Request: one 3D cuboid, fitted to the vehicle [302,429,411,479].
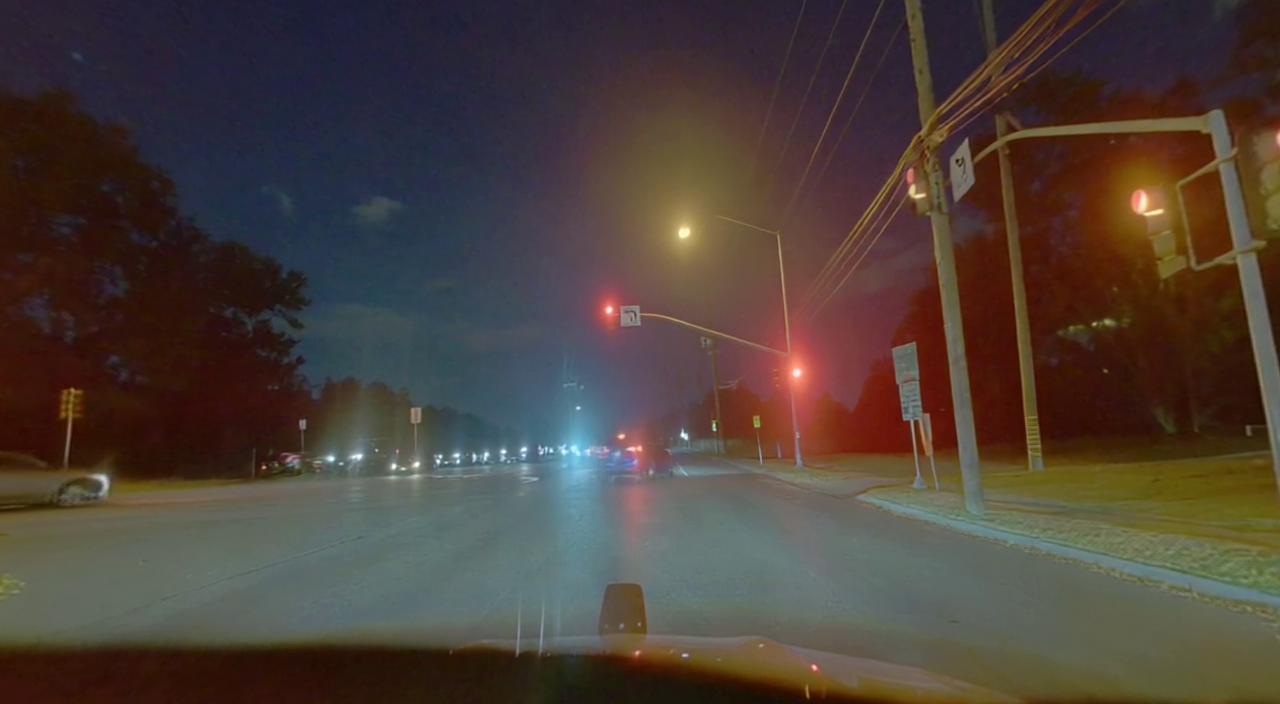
[{"bbox_3d":[-13.119,4.767,29.626,2.350,2.104,5.828,0,-8,1],"label":"vehicle"}]

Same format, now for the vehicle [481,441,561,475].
[{"bbox_3d":[-5.604,5.062,30.238,1.904,1.482,4.603,-3,-9,15],"label":"vehicle"}]

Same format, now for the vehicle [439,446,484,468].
[{"bbox_3d":[-12.680,7.485,44.908,1.841,1.477,4.485,0,-8,1],"label":"vehicle"}]

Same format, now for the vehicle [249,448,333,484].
[{"bbox_3d":[-17.099,5.588,31.020,1.942,1.477,3.957,-4,-9,0],"label":"vehicle"}]

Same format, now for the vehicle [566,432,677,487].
[{"bbox_3d":[-0.494,3.648,21.713,2.051,1.666,4.607,-4,-9,23],"label":"vehicle"}]

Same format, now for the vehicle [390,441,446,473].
[{"bbox_3d":[-13.227,6.303,37.633,1.772,1.647,4.221,-4,-9,0],"label":"vehicle"}]

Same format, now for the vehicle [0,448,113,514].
[{"bbox_3d":[-15.435,2.976,14.549,4.531,1.446,1.846,4,-10,-28],"label":"vehicle"}]
